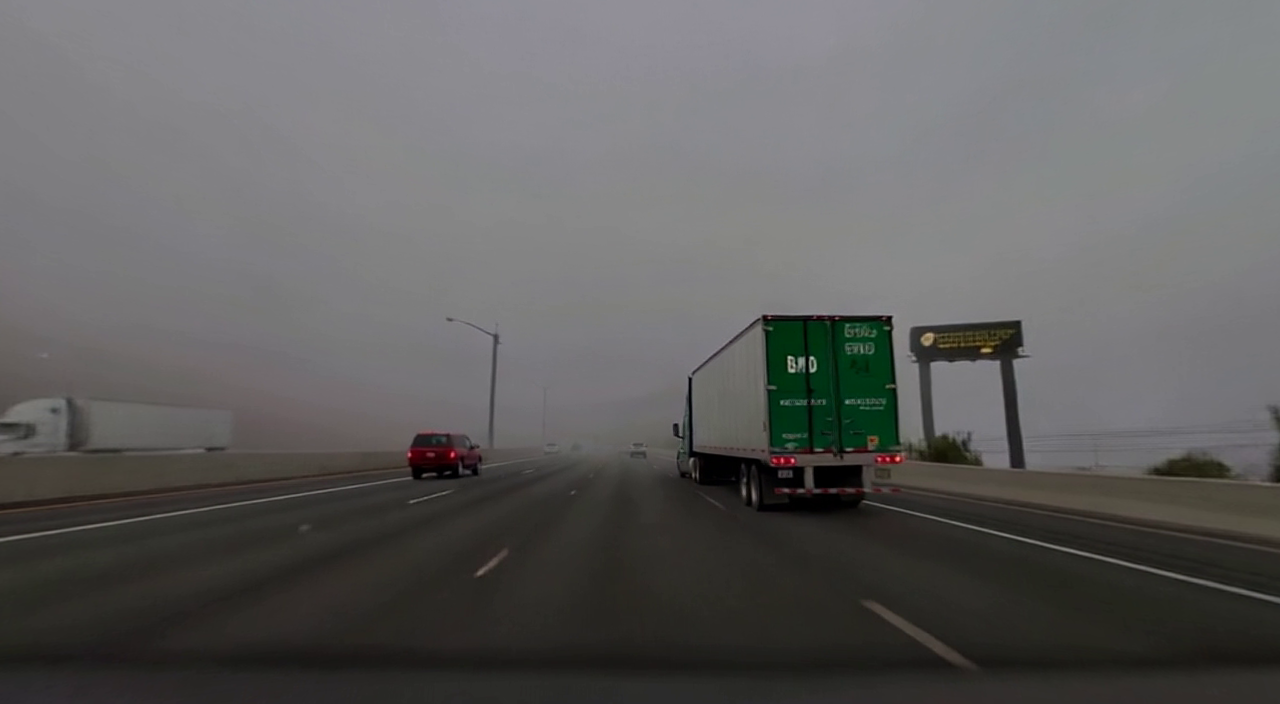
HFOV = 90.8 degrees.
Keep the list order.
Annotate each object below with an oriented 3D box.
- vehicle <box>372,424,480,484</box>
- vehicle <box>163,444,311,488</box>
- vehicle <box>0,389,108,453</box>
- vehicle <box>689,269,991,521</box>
[{"bbox_3d":[-7.513,3.642,22.845,2.100,1.905,5.119,0,-8,0],"label":"vehicle"},{"bbox_3d":[-14.036,3.970,22.440,2.067,1.398,4.863,0,-8,0],"label":"vehicle"},{"bbox_3d":[-38.776,4.571,40.948,3.018,3.841,6.047,0,-8,-1],"label":"vehicle"},{"bbox_3d":[3.669,1.724,17.381,2.891,3.944,15.051,0,-8,-2],"label":"vehicle"}]
